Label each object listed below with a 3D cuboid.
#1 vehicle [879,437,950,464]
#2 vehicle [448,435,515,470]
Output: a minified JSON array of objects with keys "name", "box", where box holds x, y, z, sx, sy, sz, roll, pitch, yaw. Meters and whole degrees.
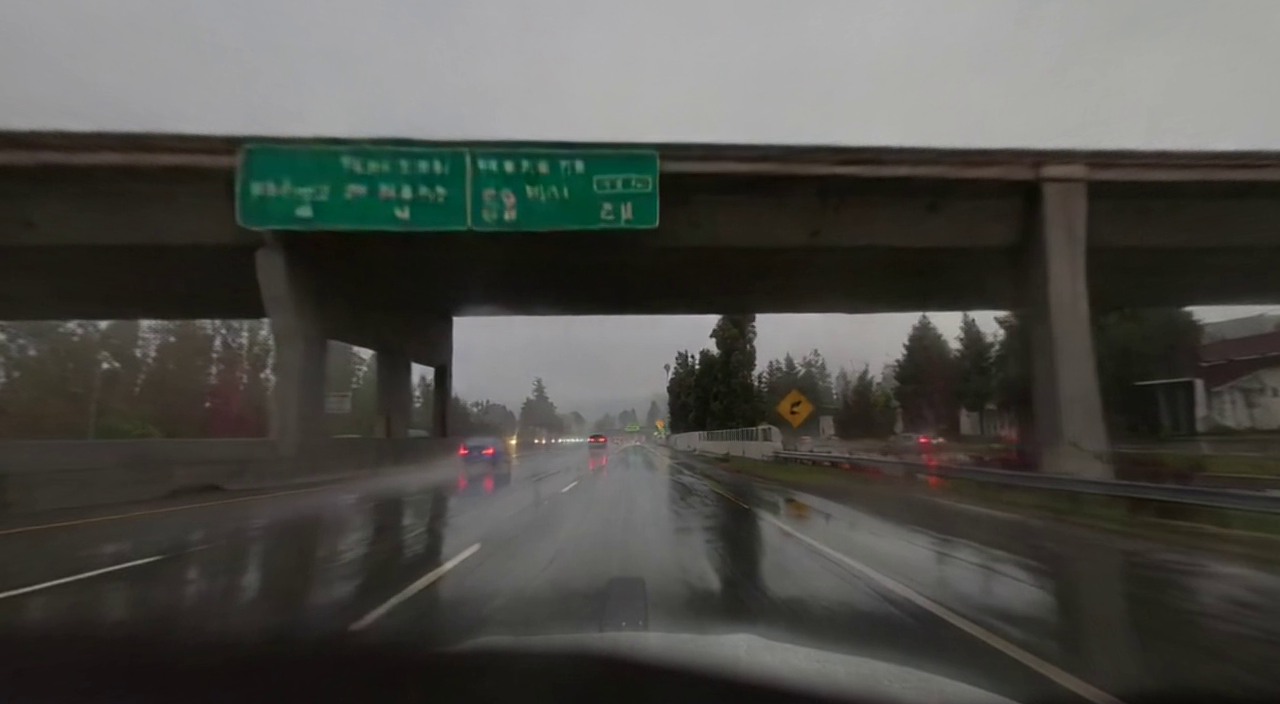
[{"name":"vehicle","box":[17.279,6.202,39.974,2.000,1.515,4.188,0,-7,-11]},{"name":"vehicle","box":[-7.401,4.727,29.808,1.987,1.486,4.174,0,-8,1]}]
